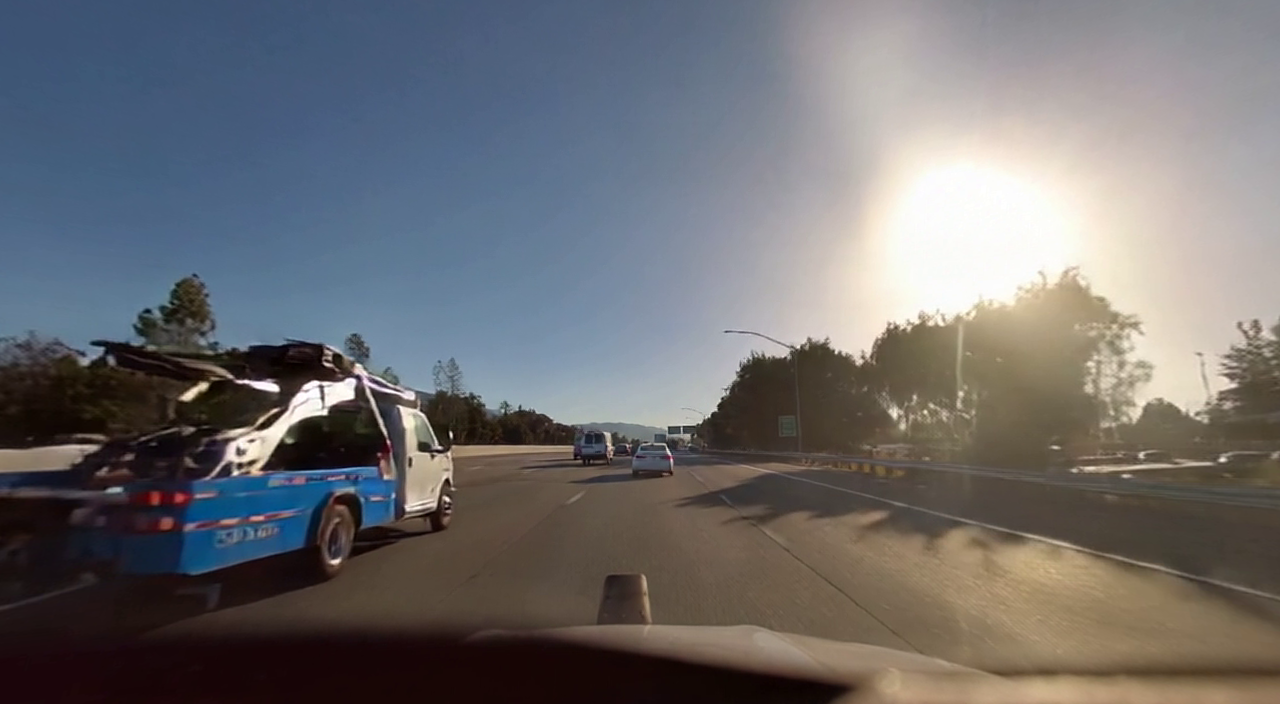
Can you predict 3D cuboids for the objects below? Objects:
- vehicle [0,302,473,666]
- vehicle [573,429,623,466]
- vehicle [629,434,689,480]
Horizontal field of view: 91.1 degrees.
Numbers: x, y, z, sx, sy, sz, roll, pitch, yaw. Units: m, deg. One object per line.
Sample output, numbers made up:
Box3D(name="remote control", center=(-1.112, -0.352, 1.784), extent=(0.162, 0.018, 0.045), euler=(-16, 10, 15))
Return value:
Box3D(name="vehicle", center=(-3.648, 1.123, 6.394), extent=(2.292, 2.070, 5.532), euler=(0, -8, 1))
Box3D(name="vehicle", center=(-2.530, 5.972, 39.463), extent=(2.526, 2.146, 5.594), euler=(0, -8, 2))
Box3D(name="vehicle", center=(0.697, 4.137, 25.019), extent=(2.165, 1.653, 4.456), euler=(0, -8, 0))
